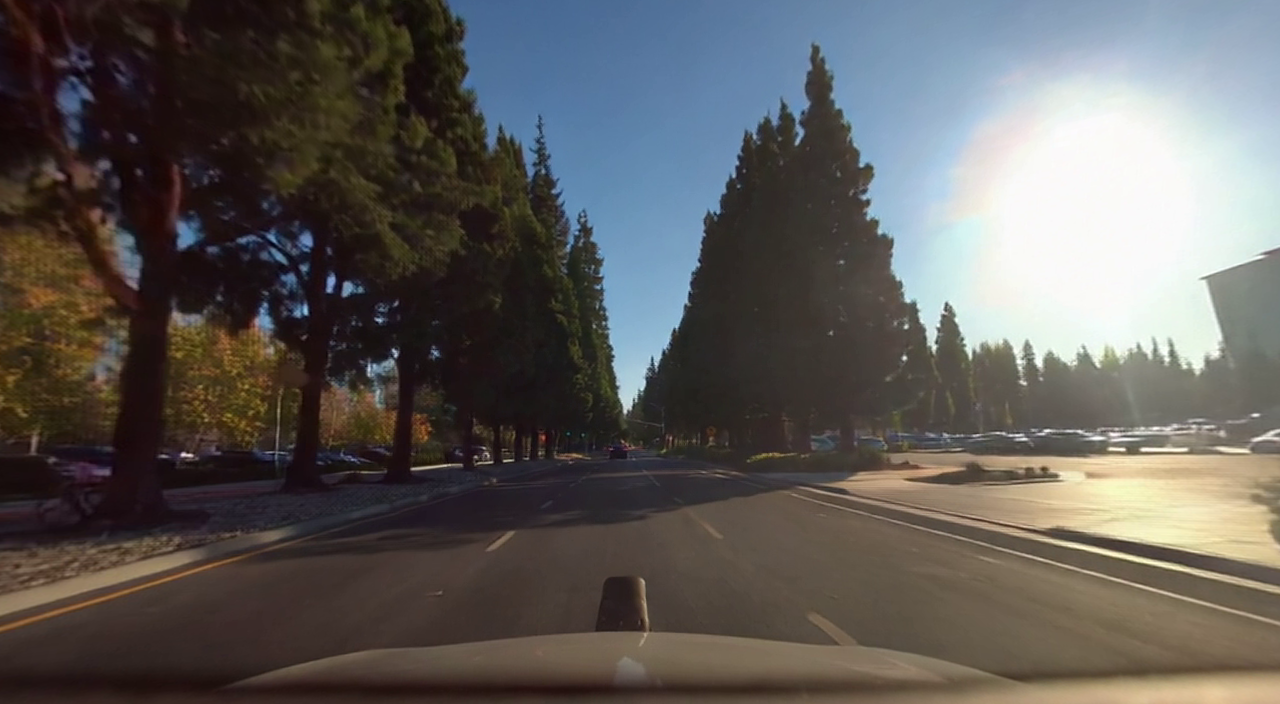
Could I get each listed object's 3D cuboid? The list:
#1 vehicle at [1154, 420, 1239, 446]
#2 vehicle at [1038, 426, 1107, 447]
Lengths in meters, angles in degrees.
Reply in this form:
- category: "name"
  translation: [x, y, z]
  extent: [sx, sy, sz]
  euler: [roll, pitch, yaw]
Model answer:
- category: "vehicle"
  translation: [43.352, 6.384, 49.392]
  extent: [1.929, 1.842, 4.959]
  euler: [0, -9, -3]
- category: "vehicle"
  translation: [32.746, 6.484, 48.006]
  extent: [1.850, 1.490, 4.701]
  euler: [0, -9, 0]
